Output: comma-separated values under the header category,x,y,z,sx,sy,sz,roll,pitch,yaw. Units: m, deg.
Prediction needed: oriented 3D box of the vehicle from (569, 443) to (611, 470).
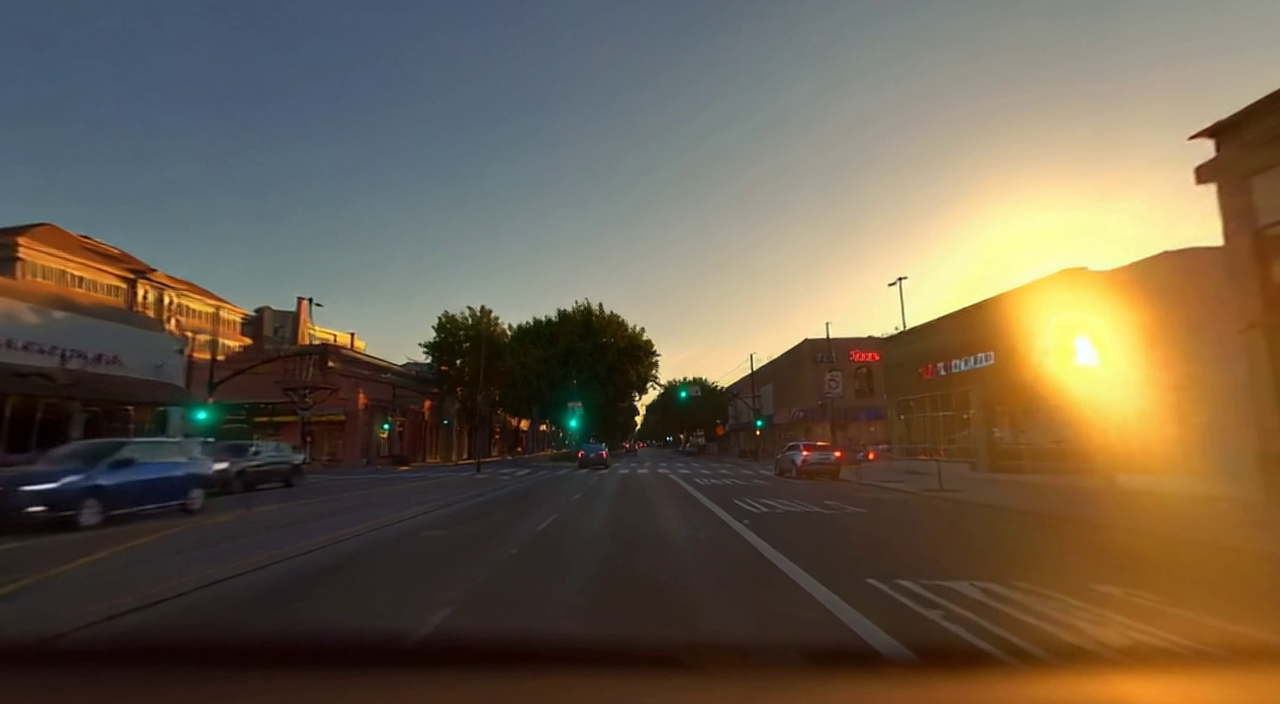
category,x,y,z,sx,sy,sz,roll,pitch,yaw
vehicle,-2.843,6.065,36.872,2.078,1.471,4.217,0,-9,0

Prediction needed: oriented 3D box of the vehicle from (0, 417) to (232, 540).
category,x,y,z,sx,sy,sz,roll,pitch,yaw
vehicle,-10.258,2.239,11.793,2.155,1.830,4.564,0,-8,-1

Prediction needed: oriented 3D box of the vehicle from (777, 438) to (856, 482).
category,x,y,z,sx,sy,sz,roll,pitch,yaw
vehicle,7.246,4.478,26.375,1.950,1.686,4.509,0,-9,-1
